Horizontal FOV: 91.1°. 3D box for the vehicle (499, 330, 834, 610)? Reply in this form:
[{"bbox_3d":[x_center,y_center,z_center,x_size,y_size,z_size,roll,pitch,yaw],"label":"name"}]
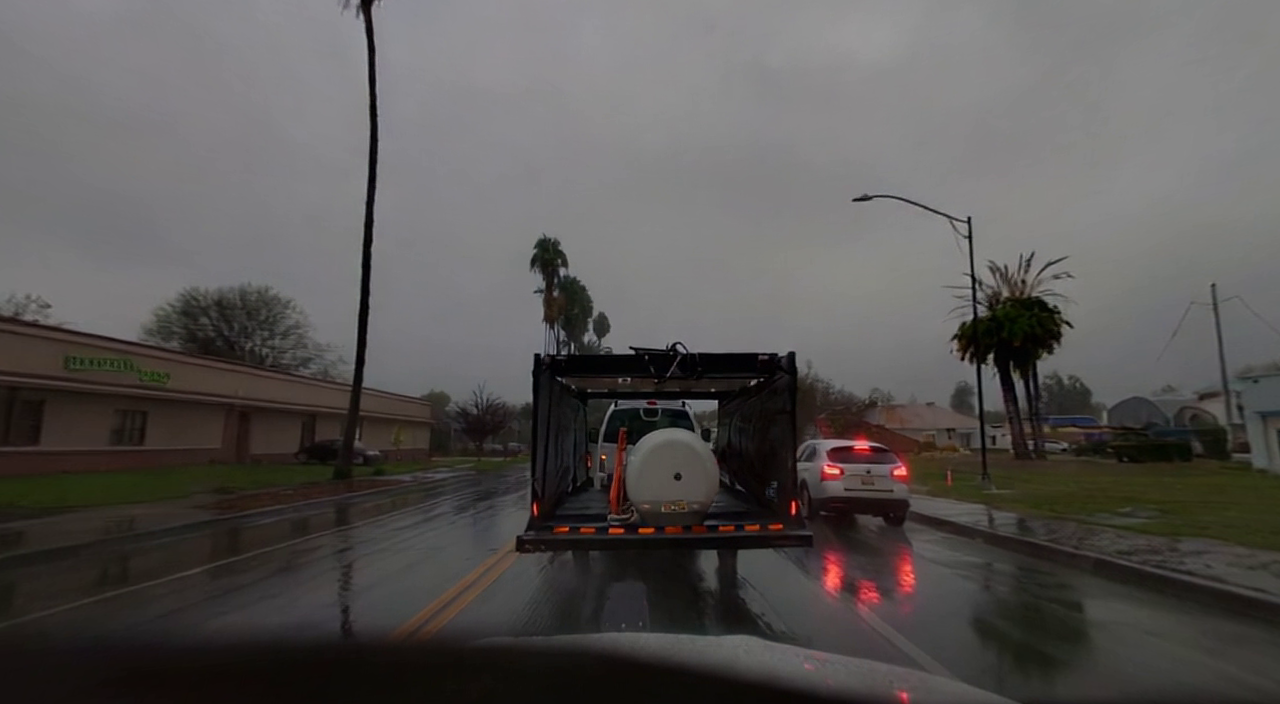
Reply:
[{"bbox_3d":[0.187,1.430,8.492,2.728,2.305,6.506,0,-8,-1],"label":"vehicle"}]

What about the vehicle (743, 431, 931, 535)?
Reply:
[{"bbox_3d":[3.223,2.217,11.282,2.010,1.499,4.107,0,-8,0],"label":"vehicle"}]

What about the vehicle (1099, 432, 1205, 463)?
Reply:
[{"bbox_3d":[28.544,5.332,35.177,4.193,1.633,1.928,-5,-9,26],"label":"vehicle"}]
